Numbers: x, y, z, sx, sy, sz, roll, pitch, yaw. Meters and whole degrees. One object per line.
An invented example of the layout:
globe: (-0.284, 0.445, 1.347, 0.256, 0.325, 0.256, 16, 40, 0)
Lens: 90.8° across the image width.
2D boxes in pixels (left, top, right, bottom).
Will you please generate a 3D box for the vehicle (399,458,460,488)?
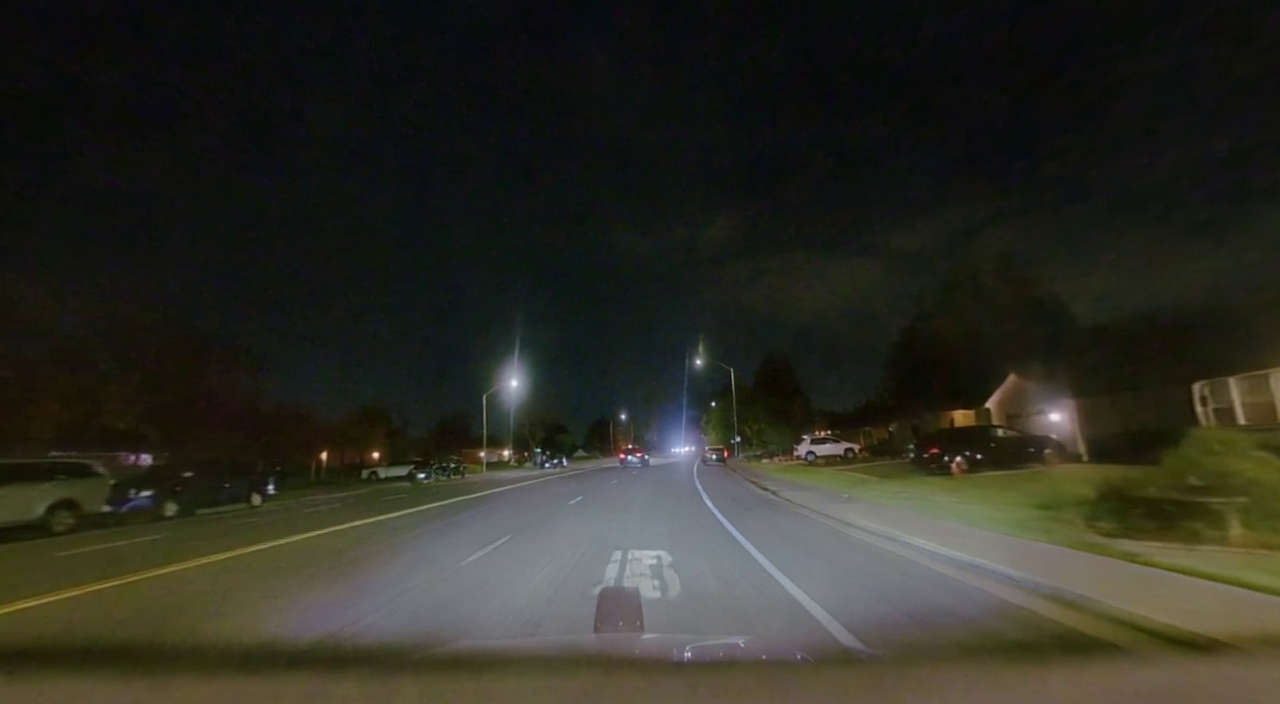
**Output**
vehicle: (-12.563, 7.225, 37.966, 1.695, 1.423, 4.371, -7, -10, 6)

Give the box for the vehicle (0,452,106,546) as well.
vehicle: (-14.224, 3.090, 12.718, 2.157, 1.882, 5.479, -5, -9, 1)

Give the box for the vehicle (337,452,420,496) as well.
vehicle: (-13.260, 6.151, 32.305, 2.009, 1.789, 4.449, -8, -9, 4)

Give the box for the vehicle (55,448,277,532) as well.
vehicle: (-13.952, 4.017, 19.283, 2.114, 1.931, 5.936, -6, -9, 2)

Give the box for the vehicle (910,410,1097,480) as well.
vehicle: (10.918, 2.843, 19.255, 4.383, 1.602, 1.920, -6, -9, 1)

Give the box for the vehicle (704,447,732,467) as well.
vehicle: (5.938, 7.966, 48.124, 2.016, 1.477, 4.207, -1, -9, 6)

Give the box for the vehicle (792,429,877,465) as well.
vehicle: (11.872, 5.818, 38.787, 4.463, 1.765, 1.960, -5, -8, -1)
